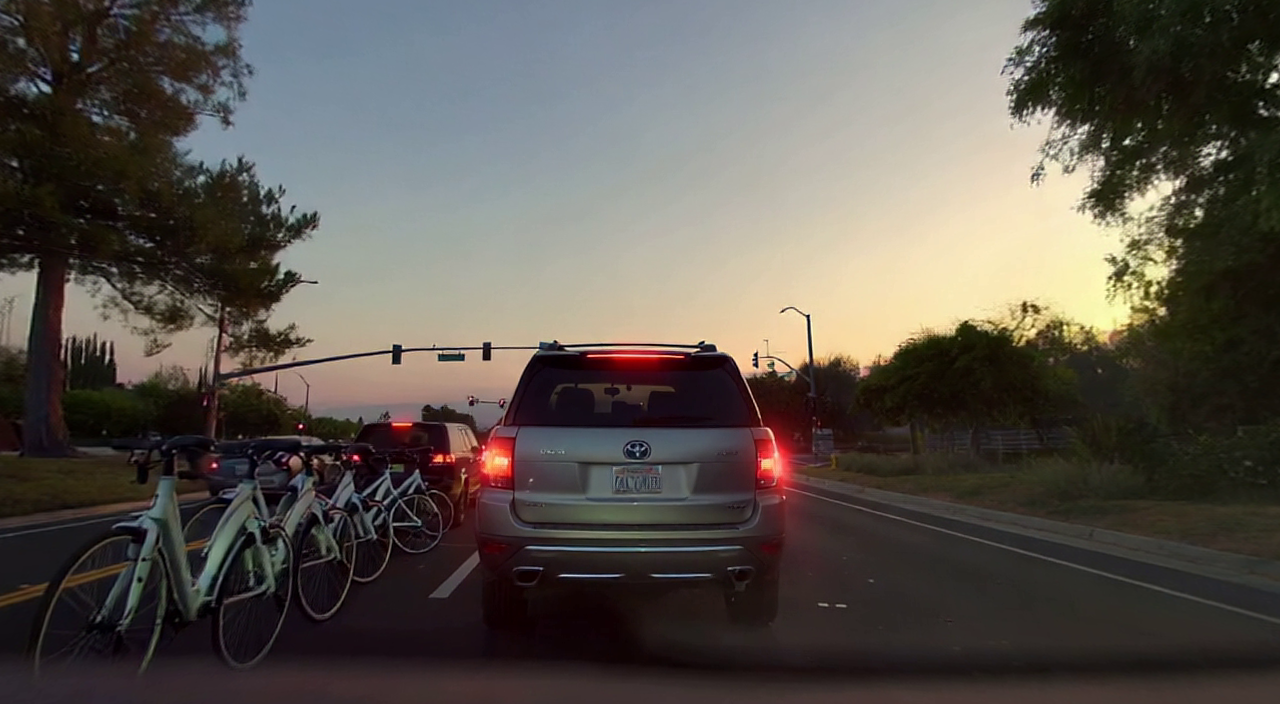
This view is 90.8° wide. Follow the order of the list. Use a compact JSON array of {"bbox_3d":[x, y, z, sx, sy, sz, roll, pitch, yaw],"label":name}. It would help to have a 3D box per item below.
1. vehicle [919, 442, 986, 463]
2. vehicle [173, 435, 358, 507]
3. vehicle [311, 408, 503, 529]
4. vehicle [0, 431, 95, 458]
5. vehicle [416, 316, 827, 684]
[{"bbox_3d":[24.507,7.855,49.536,4.435,1.574,1.816,1,-9,-9],"label":"vehicle"},{"bbox_3d":[-8.826,2.818,15.490,2.026,1.479,4.712,1,-8,-6],"label":"vehicle"},{"bbox_3d":[-4.217,2.216,12.627,2.337,1.858,5.409,1,-9,-7],"label":"vehicle"},{"bbox_3d":[-35.757,5.528,38.081,3.926,1.536,1.731,1,-6,-11],"label":"vehicle"},{"bbox_3d":[-0.244,1.159,6.001,2.333,2.087,4.586,1,-8,-4],"label":"vehicle"}]
